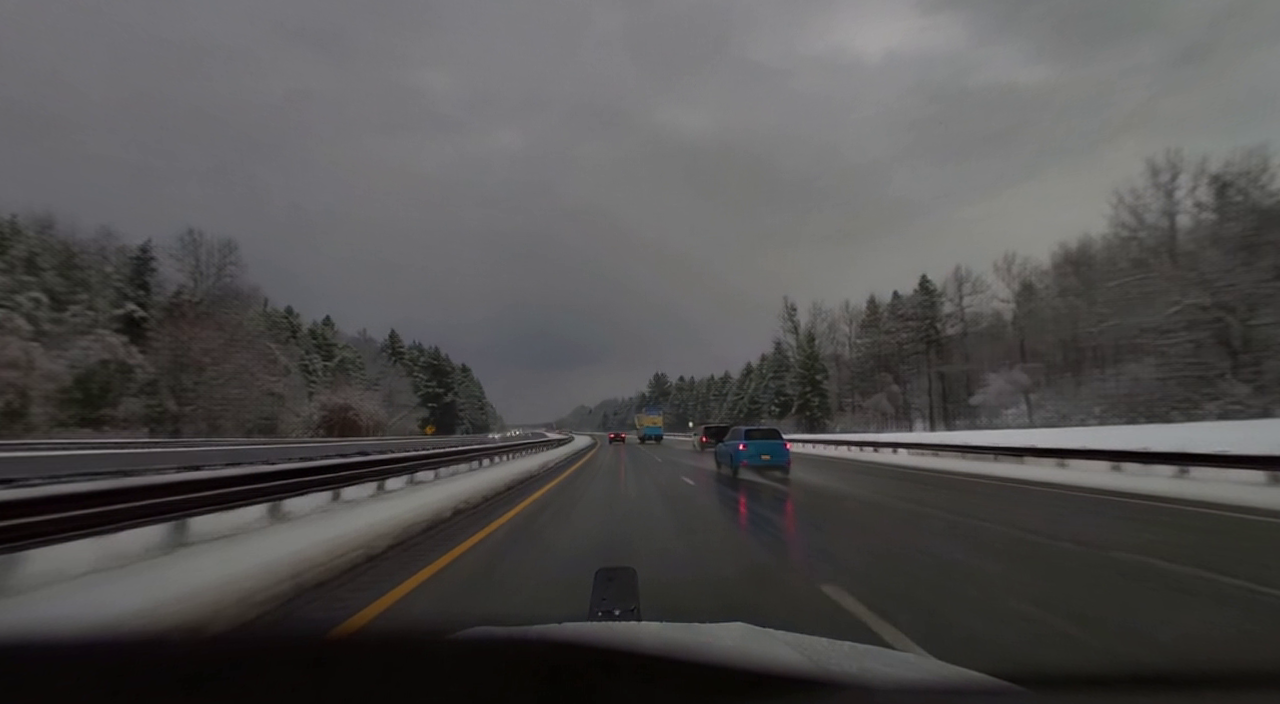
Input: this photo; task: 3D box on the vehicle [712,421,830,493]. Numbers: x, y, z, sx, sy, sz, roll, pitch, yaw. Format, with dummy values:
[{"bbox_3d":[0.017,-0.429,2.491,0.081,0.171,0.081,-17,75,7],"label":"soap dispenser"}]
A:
[{"bbox_3d":[3.117,2.584,15.889,2.002,1.569,3.845,0,-8,-2],"label":"vehicle"}]
